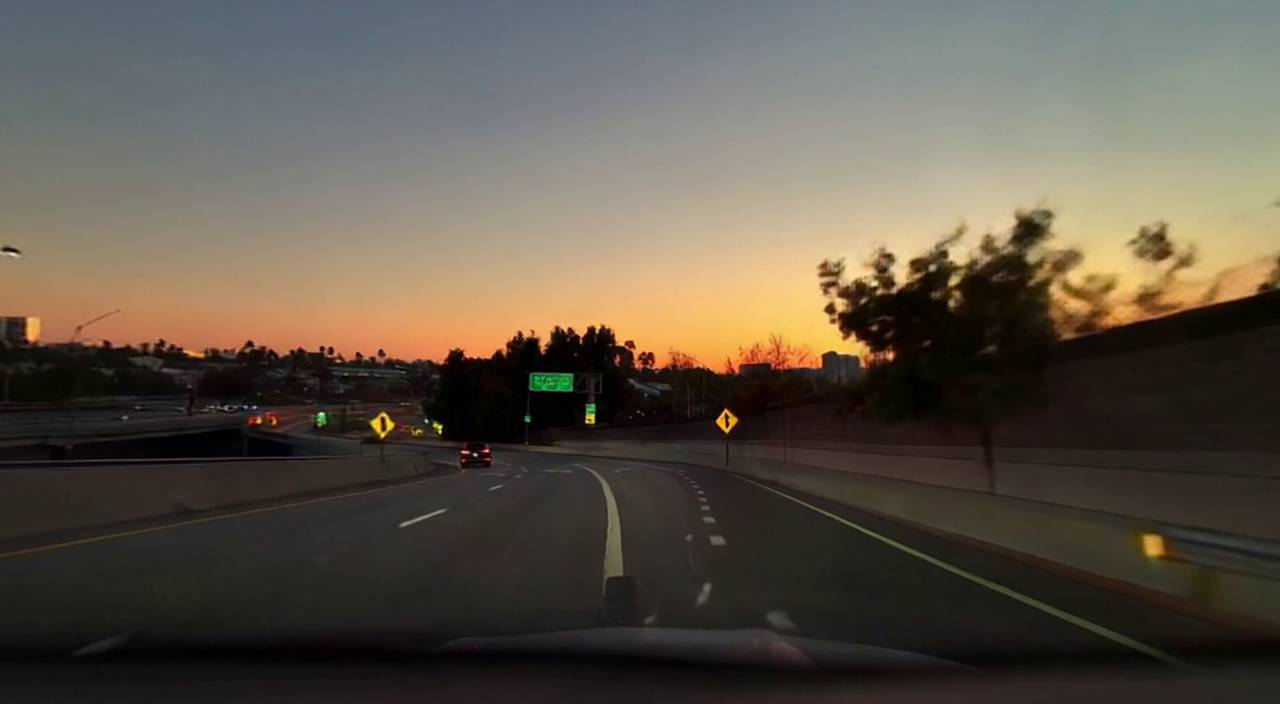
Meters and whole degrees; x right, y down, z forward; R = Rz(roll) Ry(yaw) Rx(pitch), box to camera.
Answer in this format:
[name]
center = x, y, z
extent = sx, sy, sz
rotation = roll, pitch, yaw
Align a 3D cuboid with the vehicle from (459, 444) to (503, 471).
[vehicle]
center = -10.051, 6.688, 40.108
extent = 2.234, 1.588, 4.484
rotation = 2, -9, -9
